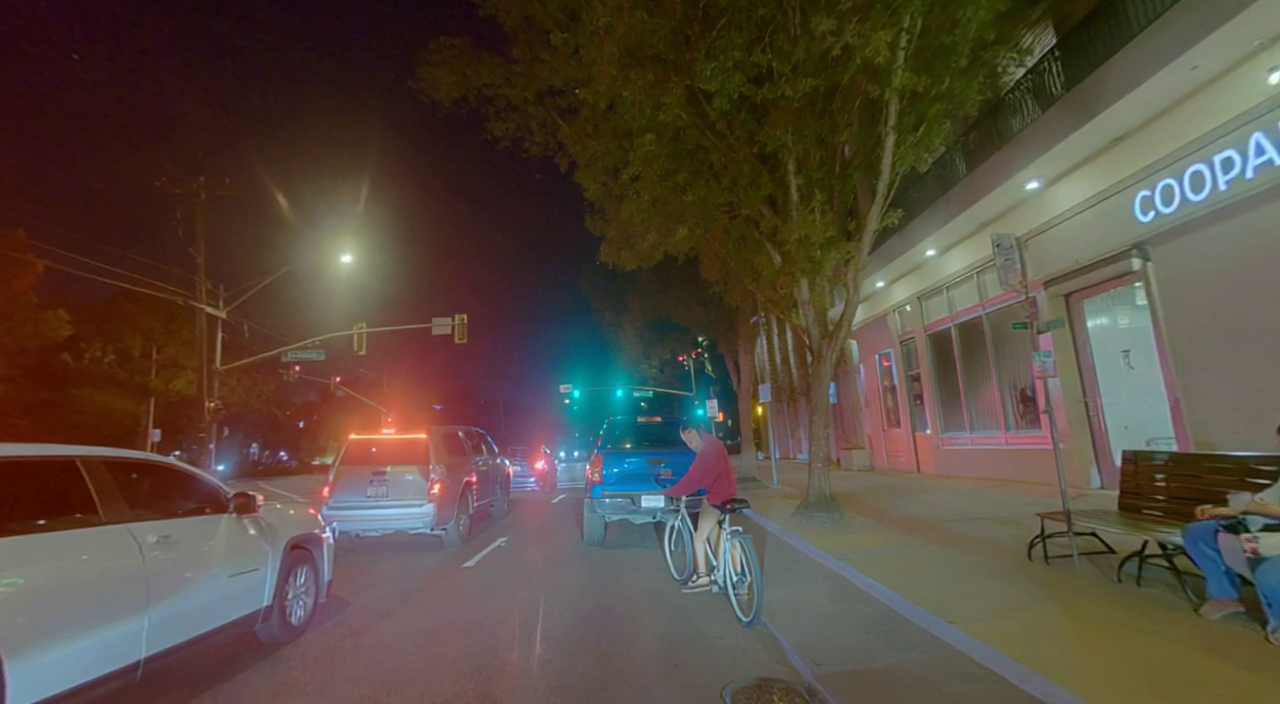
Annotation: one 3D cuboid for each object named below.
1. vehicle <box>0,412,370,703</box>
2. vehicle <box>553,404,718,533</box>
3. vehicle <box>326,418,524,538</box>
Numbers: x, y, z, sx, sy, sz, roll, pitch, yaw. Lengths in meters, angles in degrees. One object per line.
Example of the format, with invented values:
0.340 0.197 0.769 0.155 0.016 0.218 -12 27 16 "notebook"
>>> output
-3.555 1.172 3.689 2.064 1.486 4.140 0 -9 1 "vehicle"
-0.105 2.095 11.898 2.426 1.882 5.027 0 -9 -1 "vehicle"
-3.599 2.205 11.642 2.046 1.750 4.452 0 -9 0 "vehicle"
